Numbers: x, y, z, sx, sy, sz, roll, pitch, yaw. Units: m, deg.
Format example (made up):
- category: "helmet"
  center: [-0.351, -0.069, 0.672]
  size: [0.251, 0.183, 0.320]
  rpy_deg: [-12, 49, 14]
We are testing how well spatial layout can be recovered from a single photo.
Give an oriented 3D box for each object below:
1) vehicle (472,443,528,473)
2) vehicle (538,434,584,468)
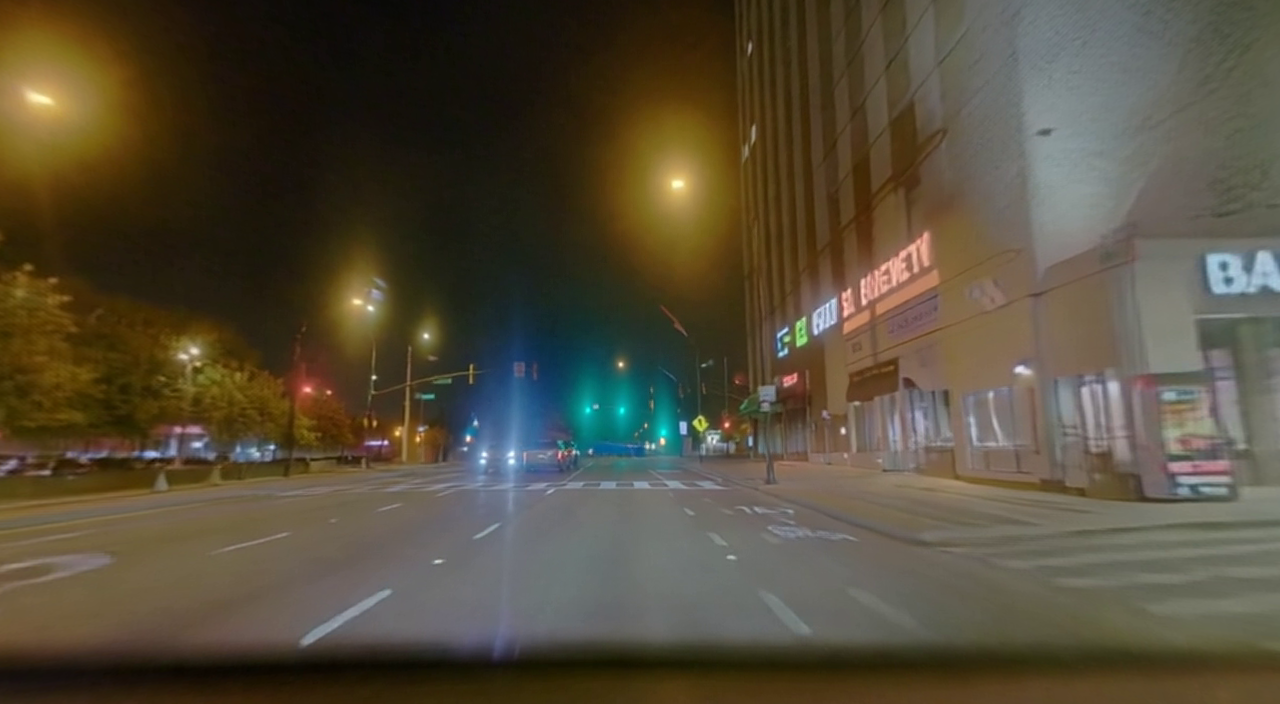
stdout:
- category: "vehicle"
  center: [-7.433, 5.653, 33.872]
  size: [2.010, 1.455, 4.271]
  rpy_deg: [0, -8, 0]
- category: "vehicle"
  center: [-4.819, 6.154, 39.269]
  size: [2.371, 1.926, 5.099]
  rpy_deg: [0, -8, -2]
